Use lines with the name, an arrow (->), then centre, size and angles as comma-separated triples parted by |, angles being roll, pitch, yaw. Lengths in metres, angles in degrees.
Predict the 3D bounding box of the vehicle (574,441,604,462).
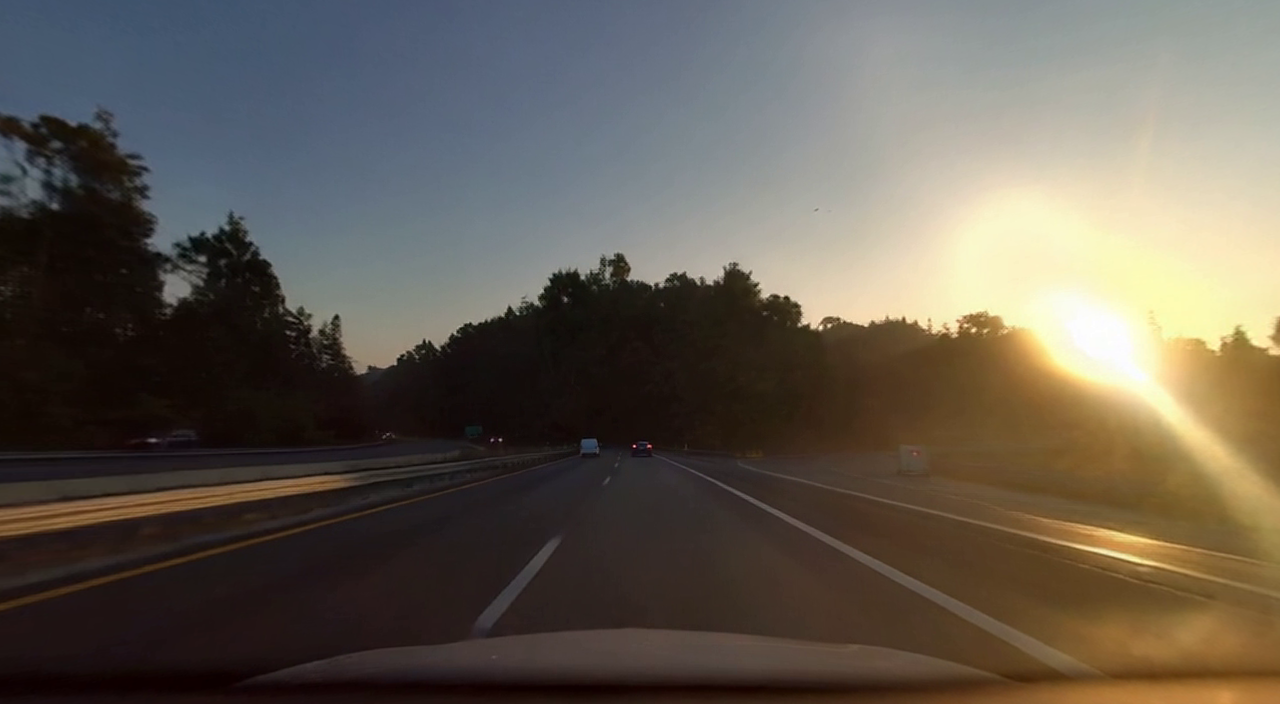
vehicle -> -3.946, 7.787, 49.333 | 2.057, 1.514, 3.845 | 0, -8, 0

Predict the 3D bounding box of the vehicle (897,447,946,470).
vehicle -> 20.545, 7.735, 46.108 | 1.889, 1.560, 4.976 | -1, -8, 7

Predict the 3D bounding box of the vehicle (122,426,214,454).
vehicle -> -29.553, 5.550, 39.619 | 1.955, 1.656, 4.850 | 0, -8, 1
